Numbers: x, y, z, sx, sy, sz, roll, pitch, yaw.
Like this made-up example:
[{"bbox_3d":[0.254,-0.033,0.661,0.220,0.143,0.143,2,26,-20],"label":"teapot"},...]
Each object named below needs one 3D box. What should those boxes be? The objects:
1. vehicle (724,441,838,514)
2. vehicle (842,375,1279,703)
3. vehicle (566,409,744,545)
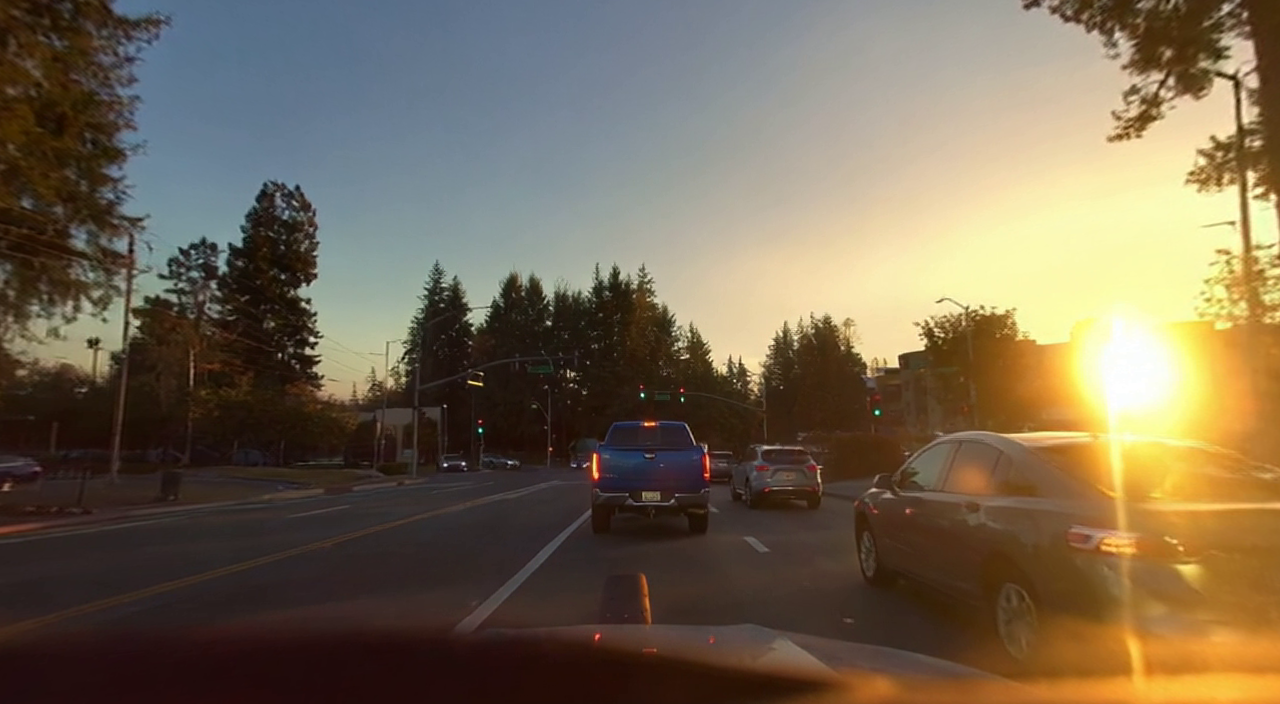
[{"bbox_3d":[3.506,3.193,16.572,1.957,1.646,4.355,0,-8,0],"label":"vehicle"},{"bbox_3d":[3.310,1.225,4.237,2.155,1.667,5.162,0,-8,0],"label":"vehicle"},{"bbox_3d":[0.235,2.265,12.170,2.636,2.011,5.425,0,-8,0],"label":"vehicle"}]
